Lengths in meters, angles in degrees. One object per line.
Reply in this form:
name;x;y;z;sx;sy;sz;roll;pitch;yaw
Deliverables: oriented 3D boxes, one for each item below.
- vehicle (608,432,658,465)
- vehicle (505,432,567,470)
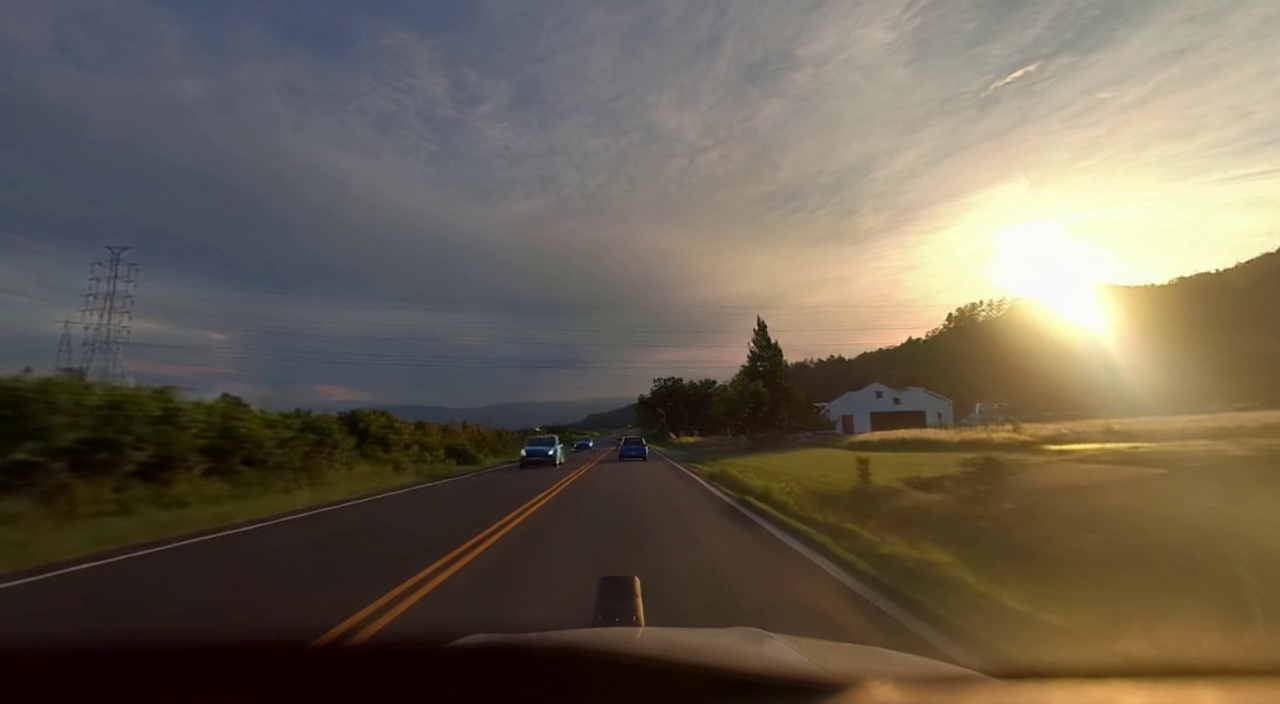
vehicle;-0.359;4.603;30.230;2.241;1.471;3.829;1;-8;-1
vehicle;-4.346;4.197;26.997;2.034;1.484;4.183;0;-8;-1
